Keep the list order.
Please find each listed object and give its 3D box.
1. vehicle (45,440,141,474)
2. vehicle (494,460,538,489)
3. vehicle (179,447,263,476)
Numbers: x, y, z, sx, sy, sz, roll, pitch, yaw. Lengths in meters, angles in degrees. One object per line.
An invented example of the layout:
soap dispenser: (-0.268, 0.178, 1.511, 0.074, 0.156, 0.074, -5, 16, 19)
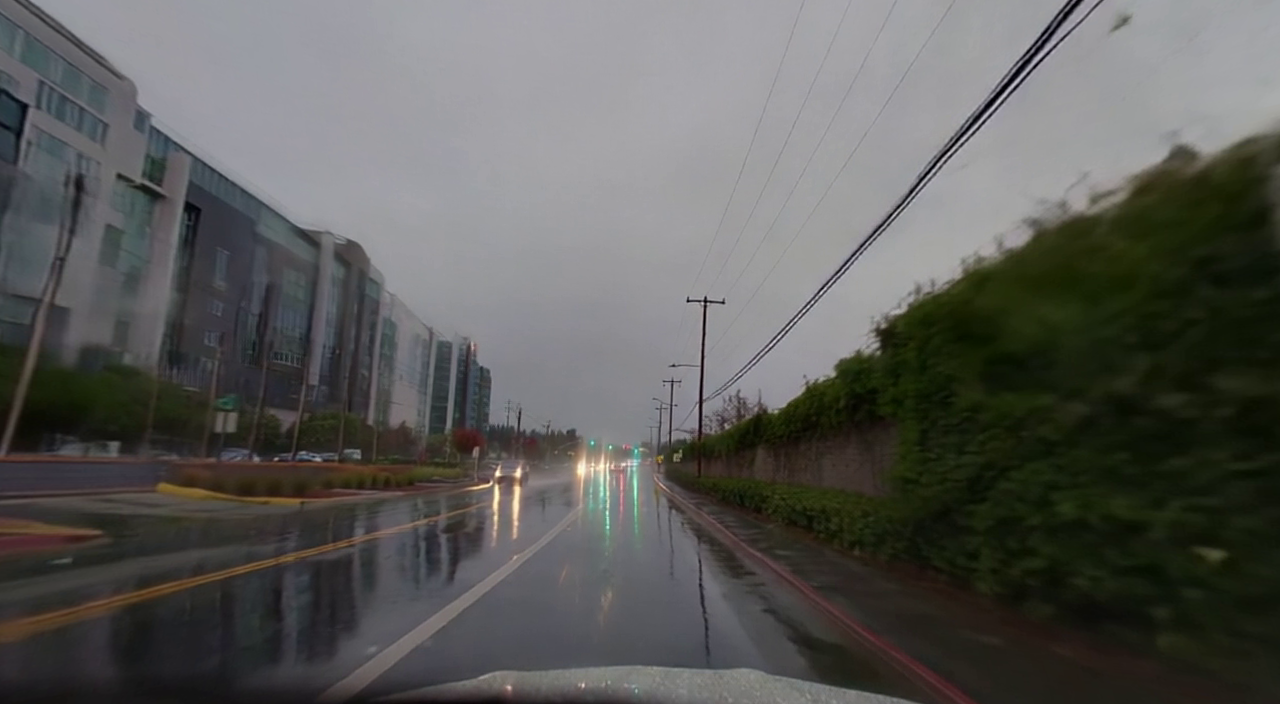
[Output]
vehicle: (-28.631, 5.523, 32.898, 3.973, 1.647, 1.896, -3, -11, 19)
vehicle: (-7.191, 7.155, 36.779, 1.922, 1.540, 3.771, 1, -11, -2)
vehicle: (-26.350, 6.873, 39.521, 4.630, 1.710, 2.035, -4, -11, 23)
